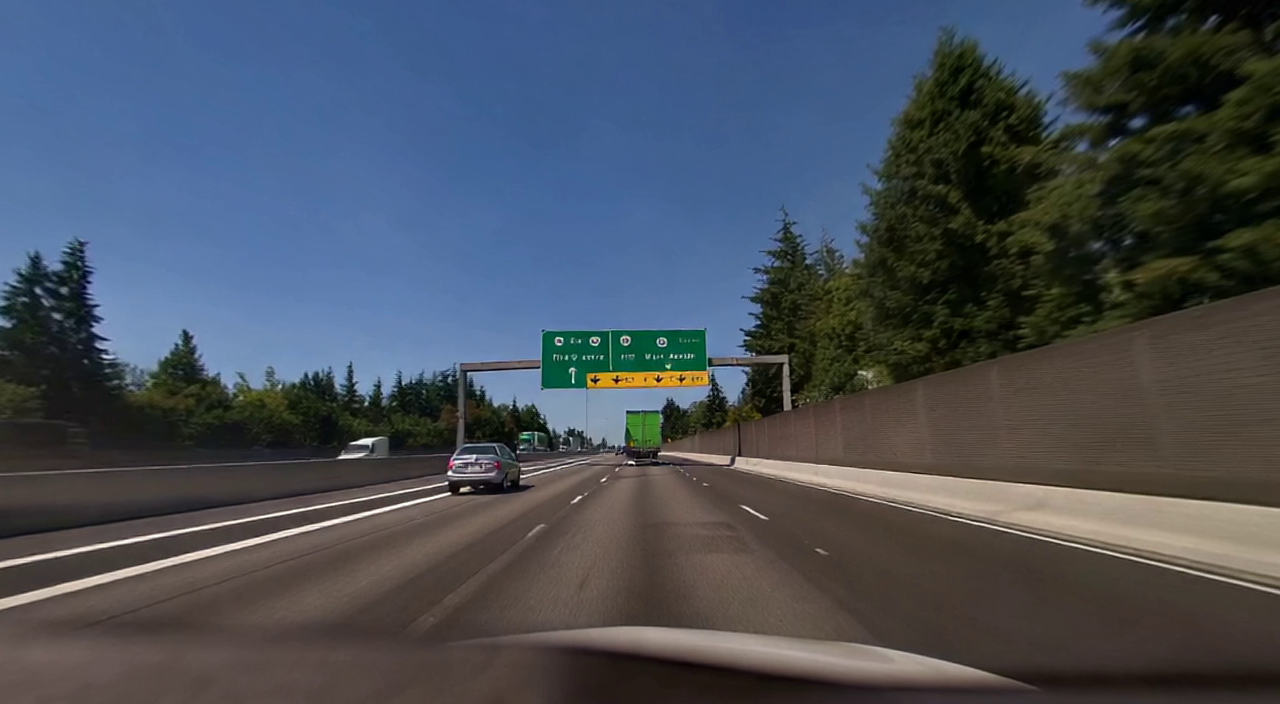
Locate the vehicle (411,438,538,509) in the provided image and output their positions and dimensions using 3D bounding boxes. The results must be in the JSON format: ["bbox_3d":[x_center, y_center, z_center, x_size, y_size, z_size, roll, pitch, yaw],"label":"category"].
[{"bbox_3d":[-3.998,3.004,16.099,1.974,1.531,4.429,0,-9,1],"label":"vehicle"}]
